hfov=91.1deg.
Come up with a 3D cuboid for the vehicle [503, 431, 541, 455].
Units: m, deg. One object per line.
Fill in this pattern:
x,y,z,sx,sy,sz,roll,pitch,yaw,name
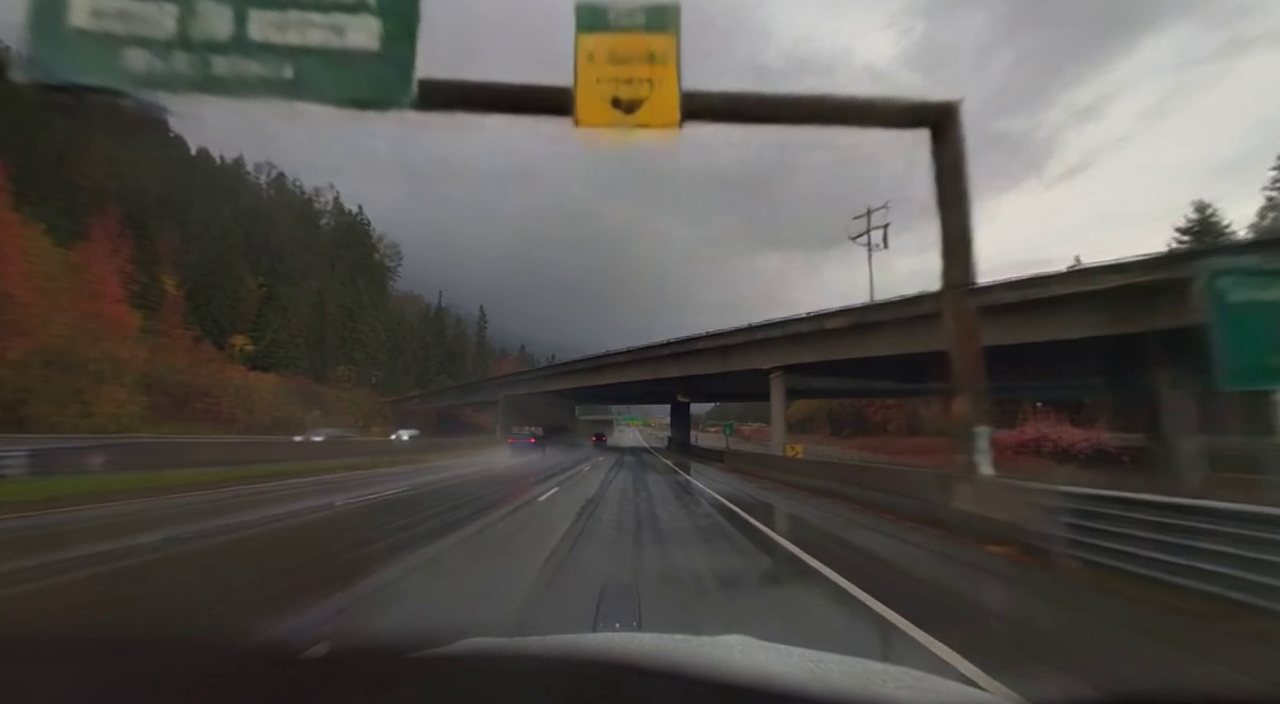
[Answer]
-8.654,6.686,46.429,1.987,1.677,4.580,0,-8,0,vehicle
